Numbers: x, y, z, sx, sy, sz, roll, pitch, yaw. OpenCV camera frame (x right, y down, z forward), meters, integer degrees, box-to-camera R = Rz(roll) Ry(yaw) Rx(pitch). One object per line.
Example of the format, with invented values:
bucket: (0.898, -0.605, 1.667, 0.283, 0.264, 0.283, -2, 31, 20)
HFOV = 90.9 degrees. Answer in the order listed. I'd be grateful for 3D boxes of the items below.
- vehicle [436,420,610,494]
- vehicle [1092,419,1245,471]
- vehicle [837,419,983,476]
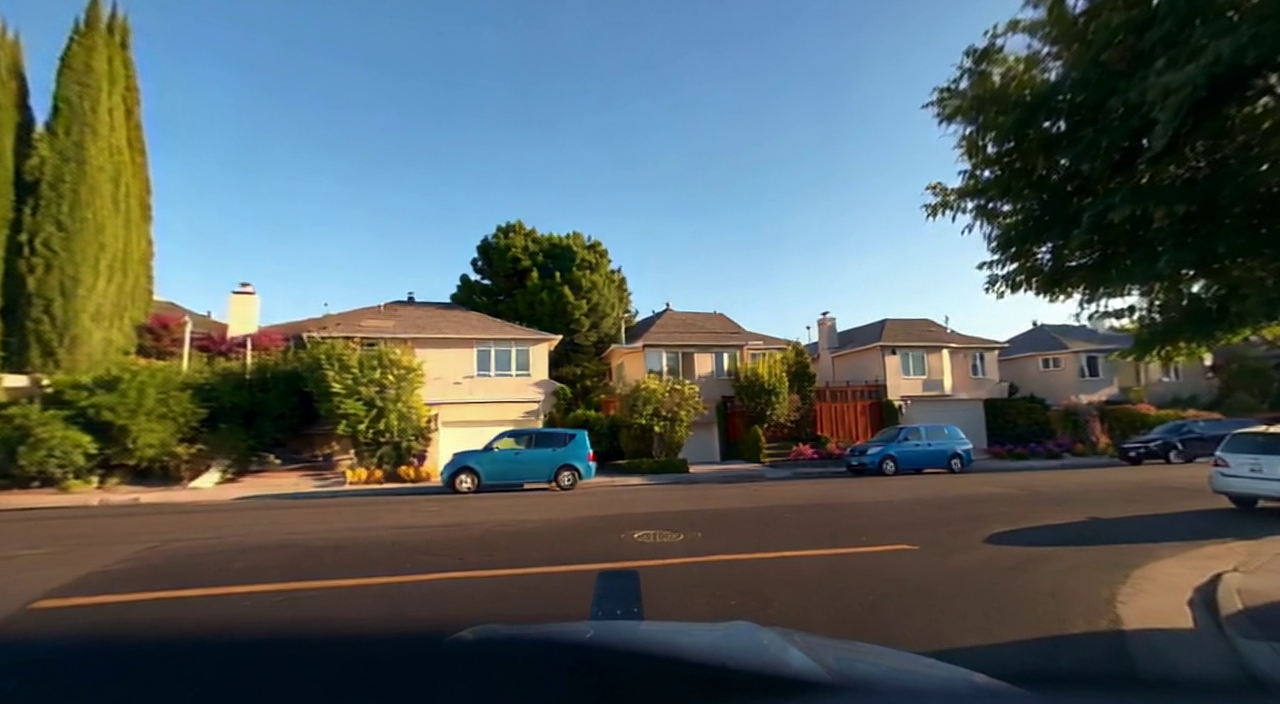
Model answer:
vehicle: (-2.821, 2.471, 15.079, 3.746, 1.518, 1.845, 4, -5, -21)
vehicle: (17.009, 2.954, 20.332, 3.785, 1.488, 1.828, 1, -6, -15)
vehicle: (7.800, 2.767, 18.342, 3.513, 1.507, 1.798, 3, -7, -14)
